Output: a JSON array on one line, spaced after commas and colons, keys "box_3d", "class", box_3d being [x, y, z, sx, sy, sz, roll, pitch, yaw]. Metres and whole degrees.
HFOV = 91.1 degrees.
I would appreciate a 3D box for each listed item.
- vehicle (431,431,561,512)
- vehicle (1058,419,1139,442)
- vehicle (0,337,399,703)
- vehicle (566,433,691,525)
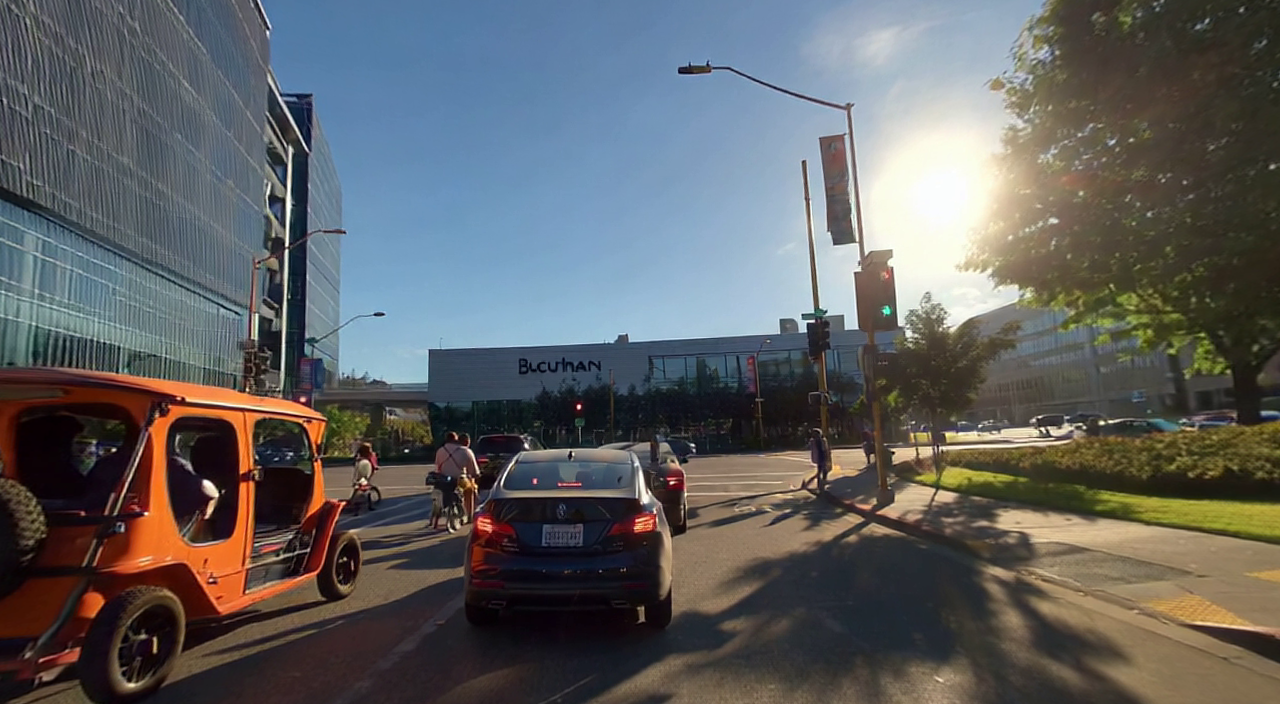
[{"box_3d": [-3.167, 2.715, 14.738, 1.935, 1.615, 4.073, -1, -8, 2], "class": "vehicle"}, {"box_3d": [30.711, 5.278, 42.104, 1.751, 1.420, 4.027, 8, -12, -43], "class": "vehicle"}, {"box_3d": [-3.616, 1.132, 4.449, 2.000, 1.809, 4.405, 0, -8, 1], "class": "vehicle"}, {"box_3d": [-0.148, 2.355, 12.232, 2.025, 1.458, 4.085, 0, -8, 1], "class": "vehicle"}]
